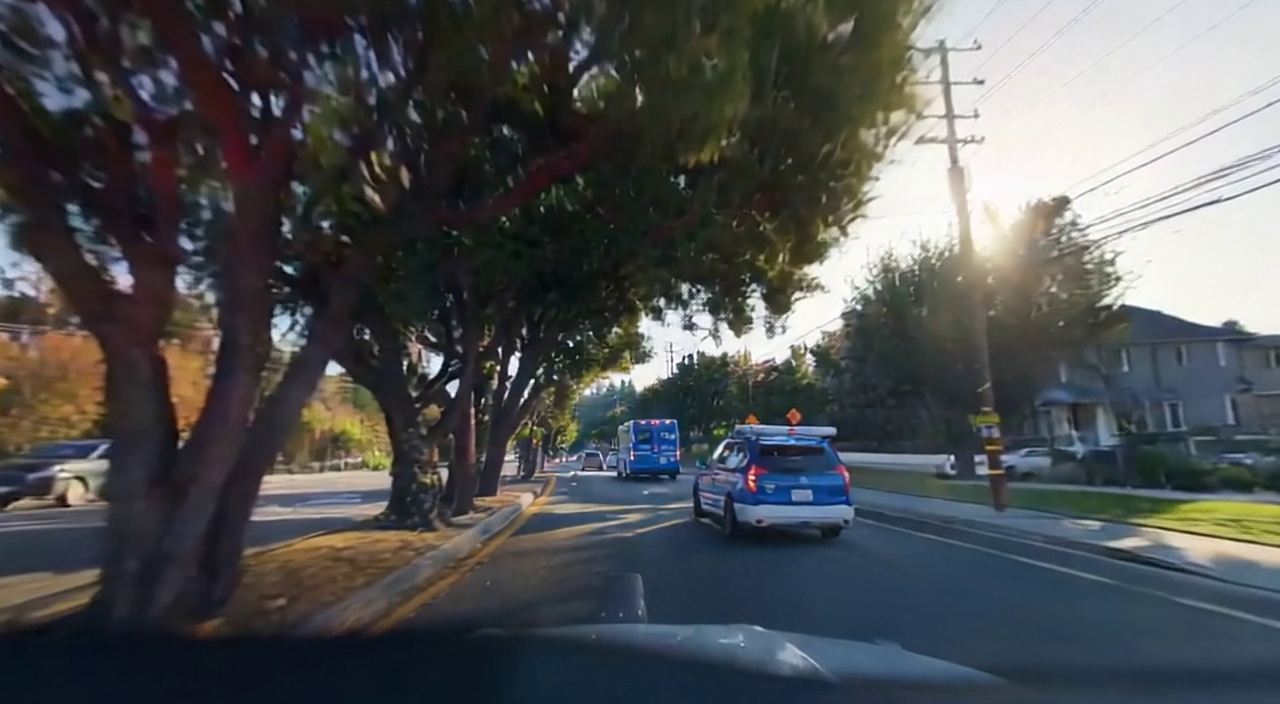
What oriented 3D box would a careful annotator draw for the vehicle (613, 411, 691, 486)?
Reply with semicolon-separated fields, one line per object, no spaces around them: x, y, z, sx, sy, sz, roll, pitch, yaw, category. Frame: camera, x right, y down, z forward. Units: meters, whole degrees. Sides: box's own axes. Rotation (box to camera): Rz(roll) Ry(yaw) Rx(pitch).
0.309;3.886;25.690;2.406;2.687;5.521;1;-8;-7;vehicle

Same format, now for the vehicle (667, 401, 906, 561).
1.922;1.914;10.218;2.194;1.922;4.822;1;-8;-7;vehicle
